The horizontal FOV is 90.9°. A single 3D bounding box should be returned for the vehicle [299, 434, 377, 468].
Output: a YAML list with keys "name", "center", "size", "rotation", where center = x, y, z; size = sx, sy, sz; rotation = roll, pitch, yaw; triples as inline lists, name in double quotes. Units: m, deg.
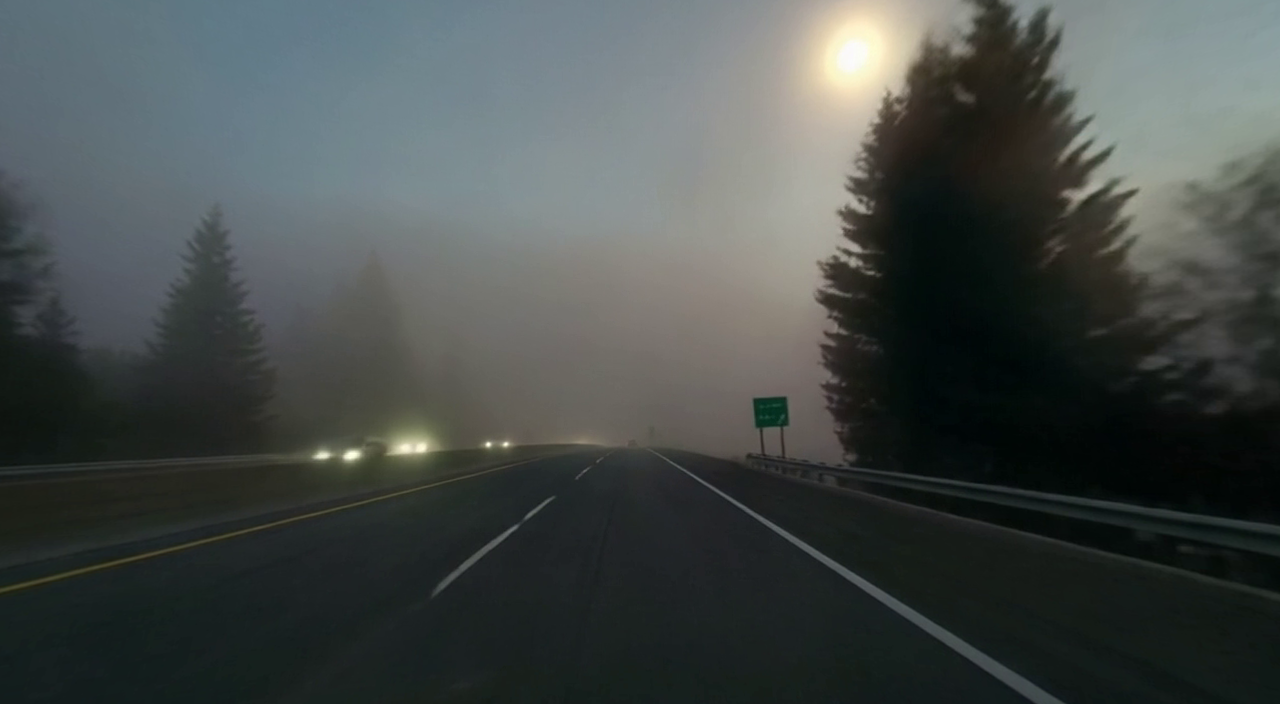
- name: "vehicle"
  center: [-13.963, 4.574, 29.408]
  size: [1.675, 1.473, 3.910]
  rotation: [0, -8, 0]
